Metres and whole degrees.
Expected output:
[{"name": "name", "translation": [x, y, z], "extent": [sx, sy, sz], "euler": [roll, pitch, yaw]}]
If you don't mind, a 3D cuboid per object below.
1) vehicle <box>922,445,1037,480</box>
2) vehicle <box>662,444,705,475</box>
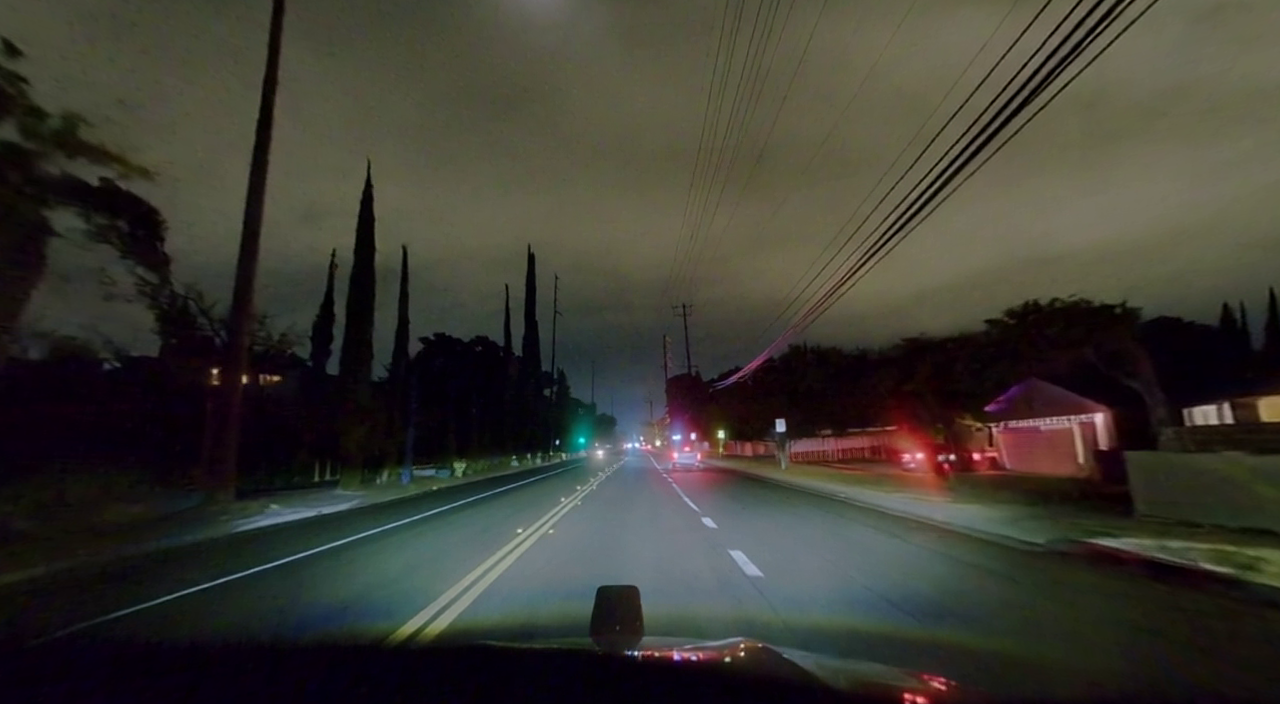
[{"name": "vehicle", "translation": [14.526, 4.730, 27.181], "extent": [3.838, 1.405, 1.992], "euler": [1, -9, -6]}, {"name": "vehicle", "translation": [2.228, 5.613, 33.082], "extent": [1.975, 1.497, 3.647], "euler": [0, -9, 0]}]
